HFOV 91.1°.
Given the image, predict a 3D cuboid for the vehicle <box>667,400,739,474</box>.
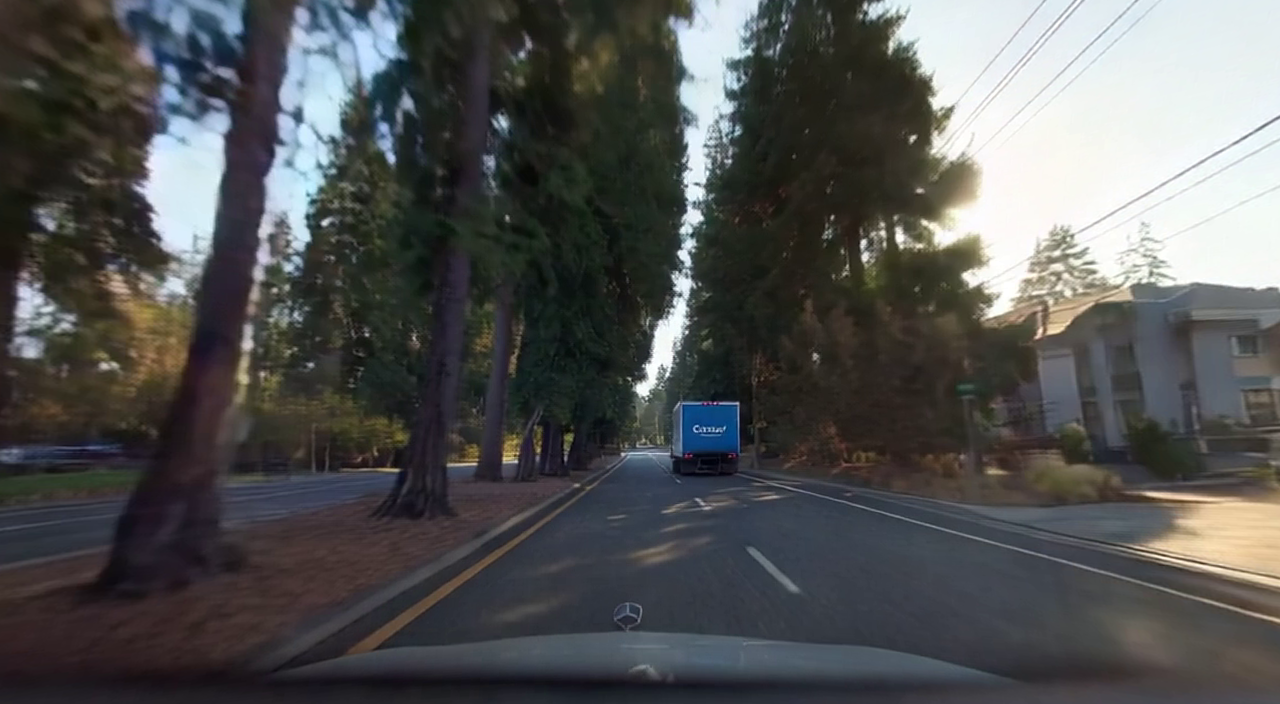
[{"bbox_3d":[3.453,5.115,37.356,2.973,3.848,9.336,0,-8,-2],"label":"vehicle"}]
